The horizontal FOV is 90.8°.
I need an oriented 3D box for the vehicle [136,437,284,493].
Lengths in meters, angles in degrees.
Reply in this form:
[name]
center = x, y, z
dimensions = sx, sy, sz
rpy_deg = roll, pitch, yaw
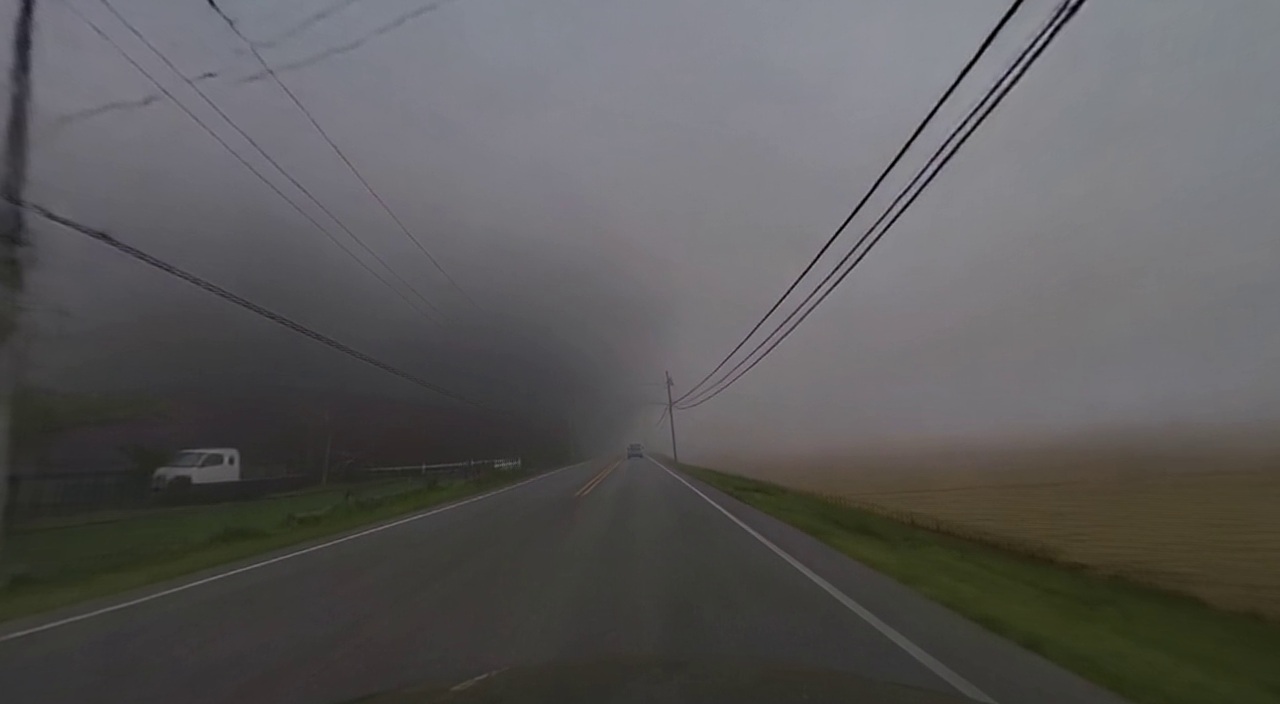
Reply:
[vehicle]
center = -27.149, 7.125, 40.454
dimensions = 2.681, 3.188, 7.534
rpy_deg = -3, -9, 18
